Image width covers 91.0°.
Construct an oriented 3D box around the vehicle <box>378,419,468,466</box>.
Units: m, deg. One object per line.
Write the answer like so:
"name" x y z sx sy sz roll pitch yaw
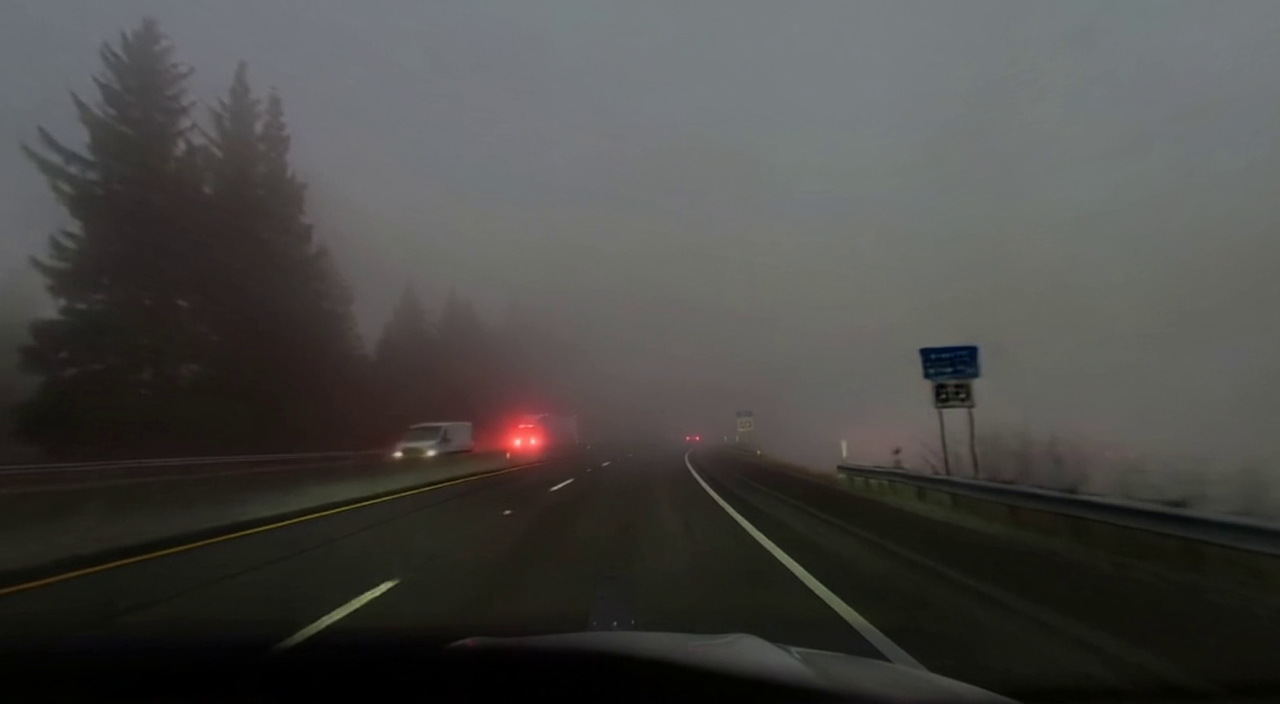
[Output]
"vehicle" -12.093 5.122 35.773 2.492 2.342 6.658 -1 -8 2
